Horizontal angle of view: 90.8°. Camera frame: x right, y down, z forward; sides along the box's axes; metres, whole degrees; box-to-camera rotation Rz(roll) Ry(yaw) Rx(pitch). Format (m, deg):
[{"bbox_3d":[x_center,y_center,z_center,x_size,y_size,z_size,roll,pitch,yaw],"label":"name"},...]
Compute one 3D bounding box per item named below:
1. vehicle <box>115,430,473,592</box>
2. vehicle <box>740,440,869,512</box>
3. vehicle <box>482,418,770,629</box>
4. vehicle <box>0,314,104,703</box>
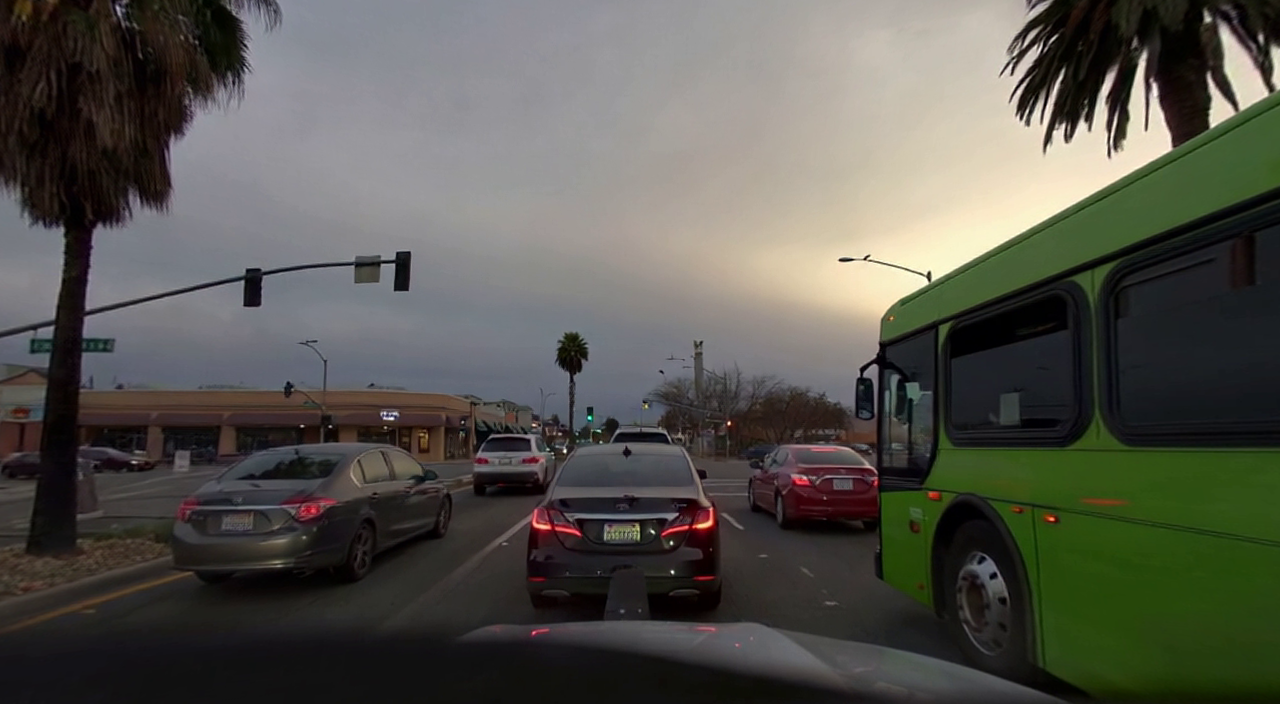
[{"bbox_3d":[-3.620,1.722,7.719,1.919,1.415,4.178,0,-9,1],"label":"vehicle"},{"bbox_3d":[3.730,2.886,15.247,1.989,1.467,4.364,0,-9,1],"label":"vehicle"},{"bbox_3d":[-0.109,1.523,6.518,2.060,1.499,3.831,0,-9,0],"label":"vehicle"},{"bbox_3d":[-3.569,0.465,0.291,2.145,1.824,4.974,0,-9,2],"label":"vehicle"}]
